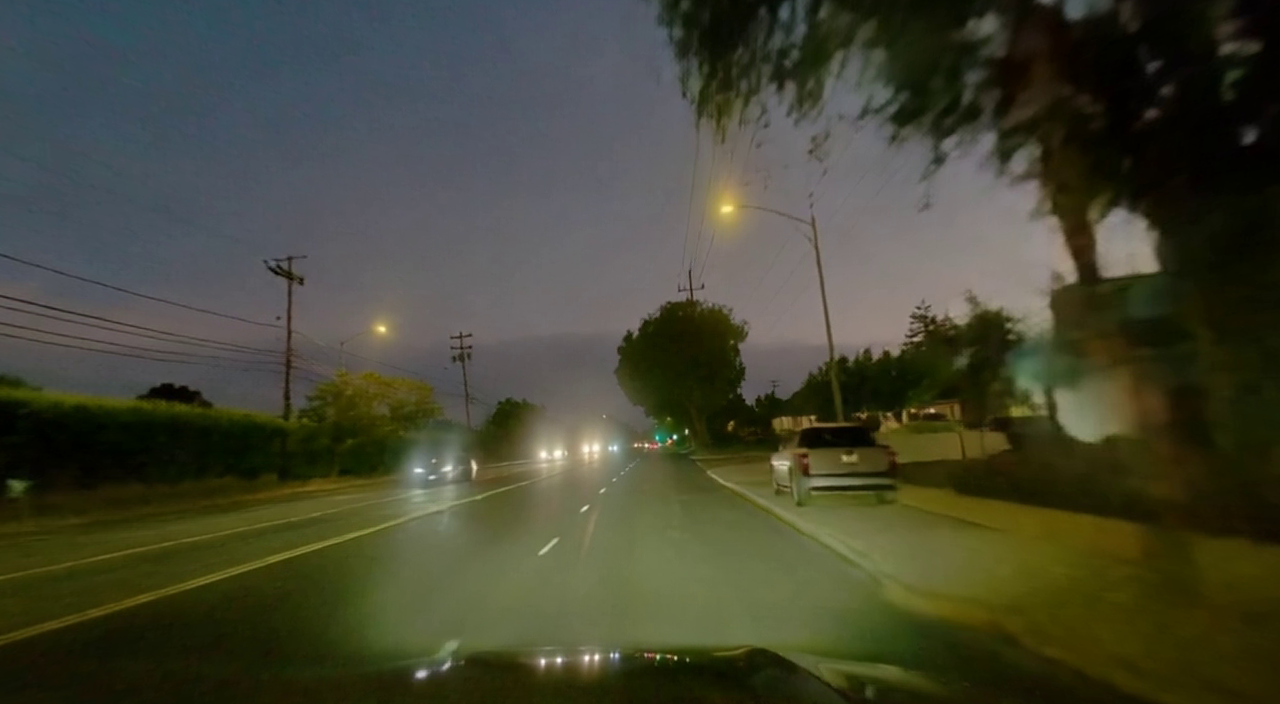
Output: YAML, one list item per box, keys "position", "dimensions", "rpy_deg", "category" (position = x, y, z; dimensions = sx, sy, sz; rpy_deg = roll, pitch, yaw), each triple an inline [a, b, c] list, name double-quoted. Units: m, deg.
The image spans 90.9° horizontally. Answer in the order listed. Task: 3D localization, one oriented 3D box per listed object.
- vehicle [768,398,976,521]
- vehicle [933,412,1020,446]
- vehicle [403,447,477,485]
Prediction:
- position: [4.177, 2.064, 12.468]
  dimensions: [2.228, 1.885, 4.854]
  rpy_deg: [-1, -8, 0]
  category: "vehicle"
- position: [22.096, 5.089, 41.536]
  dimensions: [4.389, 1.751, 2.158]
  rpy_deg: [-4, -14, 5]
  category: "vehicle"
- position: [-8.849, 5.051, 28.276]
  dimensions: [1.915, 1.539, 4.106]
  rpy_deg: [-1, -8, 1]
  category: "vehicle"
